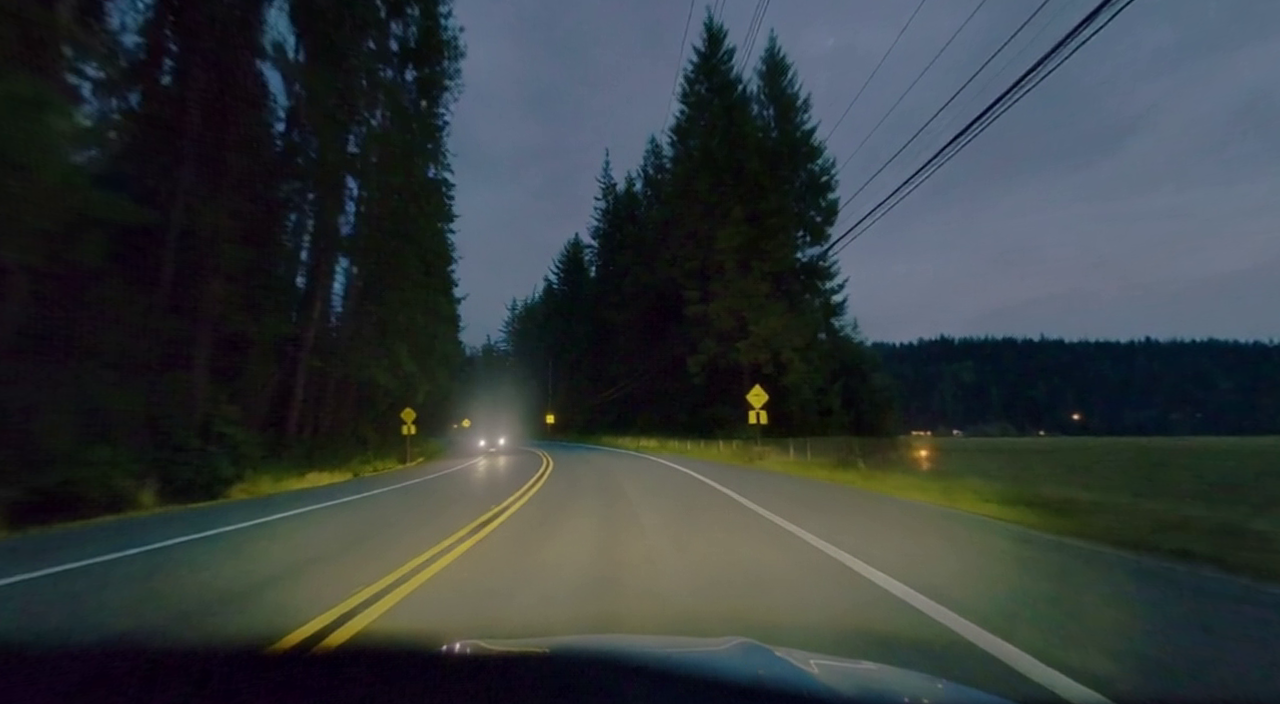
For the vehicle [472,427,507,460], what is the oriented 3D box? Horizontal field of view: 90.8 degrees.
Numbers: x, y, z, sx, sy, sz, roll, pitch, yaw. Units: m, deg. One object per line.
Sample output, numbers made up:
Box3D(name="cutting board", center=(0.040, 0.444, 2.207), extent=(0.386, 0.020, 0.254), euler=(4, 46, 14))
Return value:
Box3D(name="vehicle", center=(-10.152, 6.208, 42.837), extent=(2.151, 2.036, 4.267), euler=(1, -9, -12))
